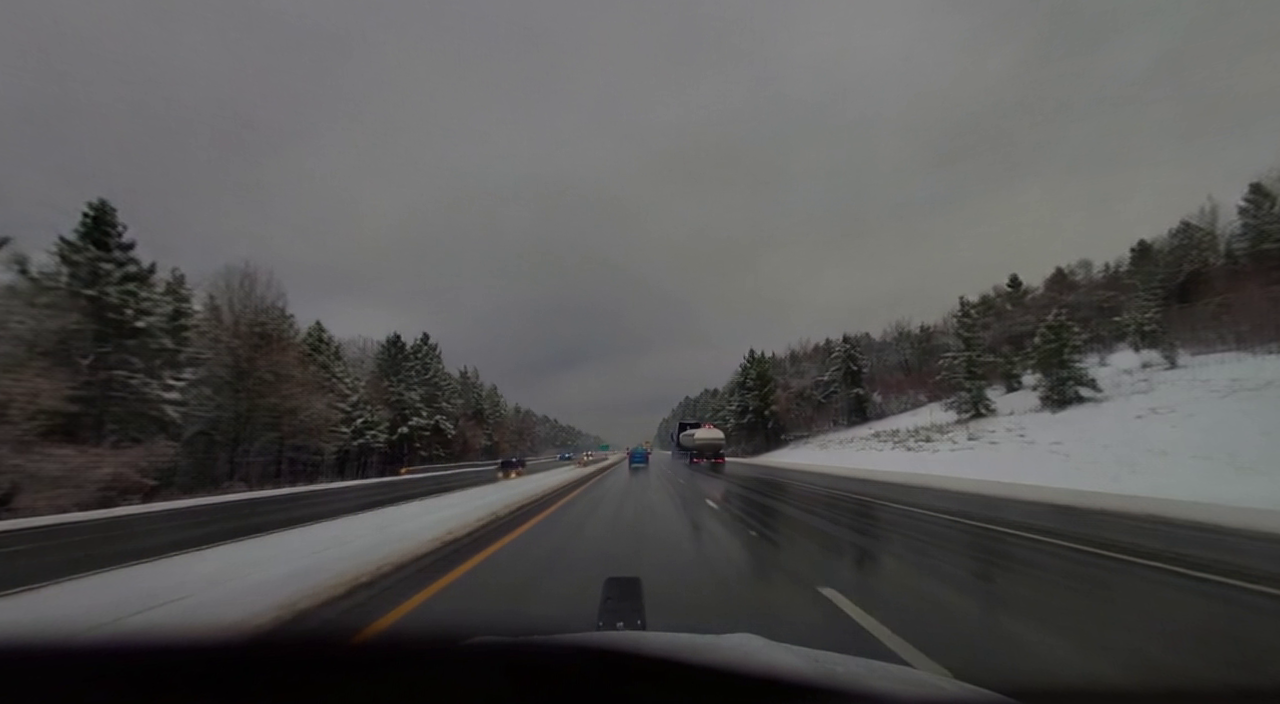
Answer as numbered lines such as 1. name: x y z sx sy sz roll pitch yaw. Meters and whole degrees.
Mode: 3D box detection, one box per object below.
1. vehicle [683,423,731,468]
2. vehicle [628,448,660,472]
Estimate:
1. vehicle: 4.892 7.037 47.274 2.718 3.034 7.395 0 -9 0
2. vehicle: 0.227 6.749 39.443 1.926 1.386 3.615 0 -9 0
